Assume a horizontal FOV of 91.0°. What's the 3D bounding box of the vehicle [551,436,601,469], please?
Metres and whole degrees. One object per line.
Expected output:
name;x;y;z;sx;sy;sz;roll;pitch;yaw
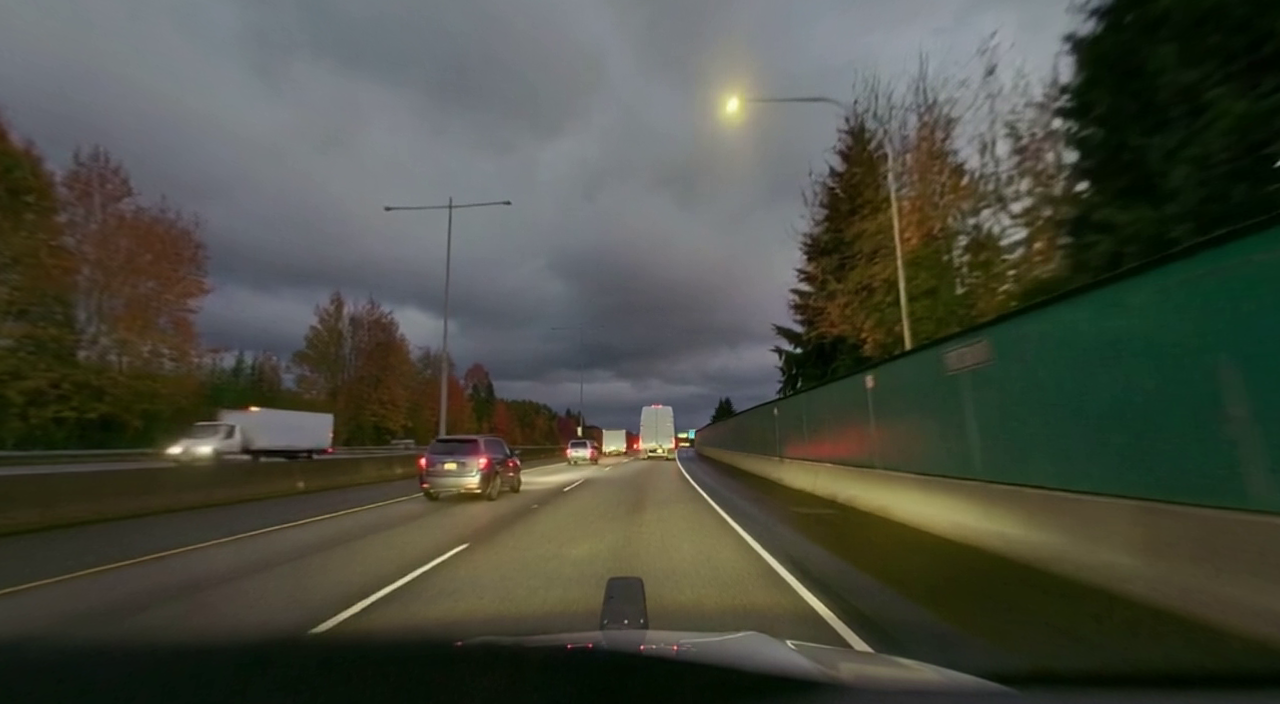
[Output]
vehicle;-3.230;5.192;32.582;1.962;1.575;4.158;0;-8;2

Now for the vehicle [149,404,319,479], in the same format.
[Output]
vehicle;-22.421;5.098;35.862;3.009;3.625;10.321;0;-8;-2

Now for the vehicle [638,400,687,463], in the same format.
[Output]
vehicle;1.499;5.500;42.768;2.933;3.701;10.425;0;-8;2

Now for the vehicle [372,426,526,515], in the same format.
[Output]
vehicle;-3.748;2.377;13.152;1.927;1.556;3.921;0;-8;1
